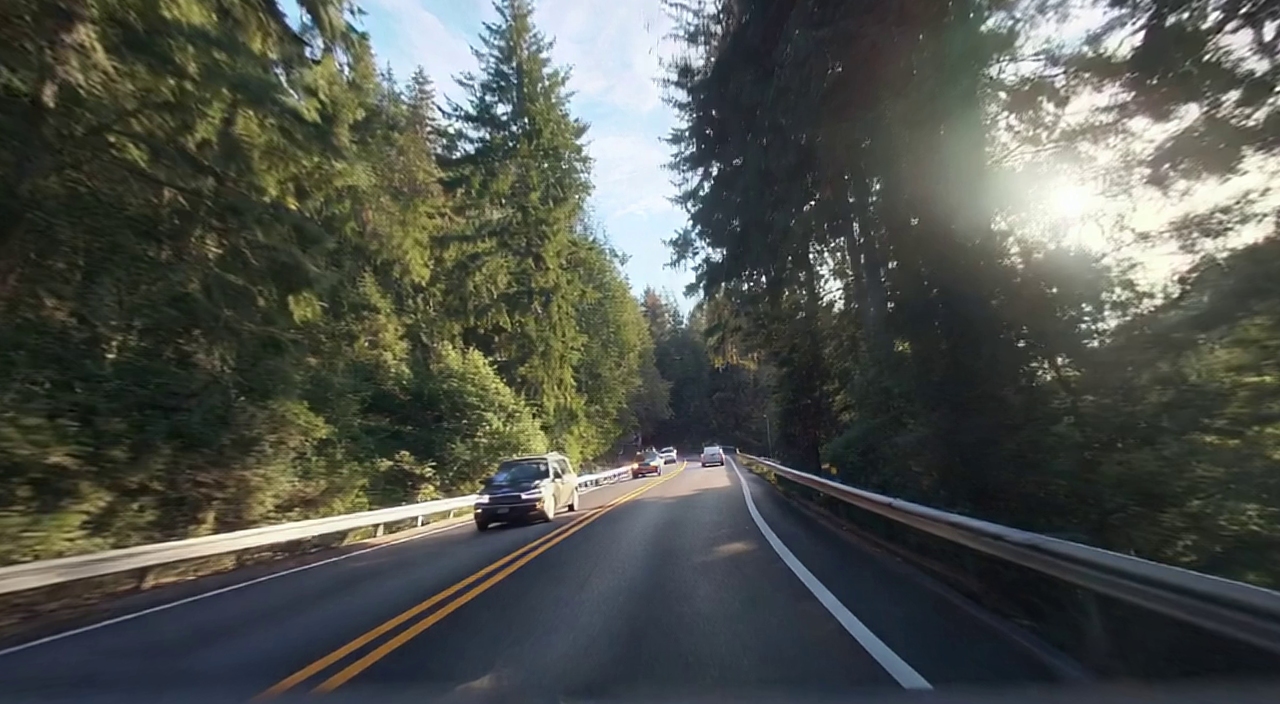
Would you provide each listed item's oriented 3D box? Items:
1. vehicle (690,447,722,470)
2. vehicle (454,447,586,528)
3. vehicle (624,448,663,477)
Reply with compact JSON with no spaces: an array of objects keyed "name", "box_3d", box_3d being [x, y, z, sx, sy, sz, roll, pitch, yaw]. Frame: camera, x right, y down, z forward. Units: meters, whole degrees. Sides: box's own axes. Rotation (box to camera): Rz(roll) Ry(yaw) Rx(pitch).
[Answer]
[{"name":"vehicle","box_3d":[4.603,7.355,43.879,2.120,1.491,4.349,0,-9,6]},{"name":"vehicle","box_3d":[-2.935,3.401,16.563,2.214,1.782,4.289,0,-9,6]},{"name":"vehicle","box_3d":[0.328,7.697,44.185,2.170,1.872,4.643,-1,-8,7]}]
